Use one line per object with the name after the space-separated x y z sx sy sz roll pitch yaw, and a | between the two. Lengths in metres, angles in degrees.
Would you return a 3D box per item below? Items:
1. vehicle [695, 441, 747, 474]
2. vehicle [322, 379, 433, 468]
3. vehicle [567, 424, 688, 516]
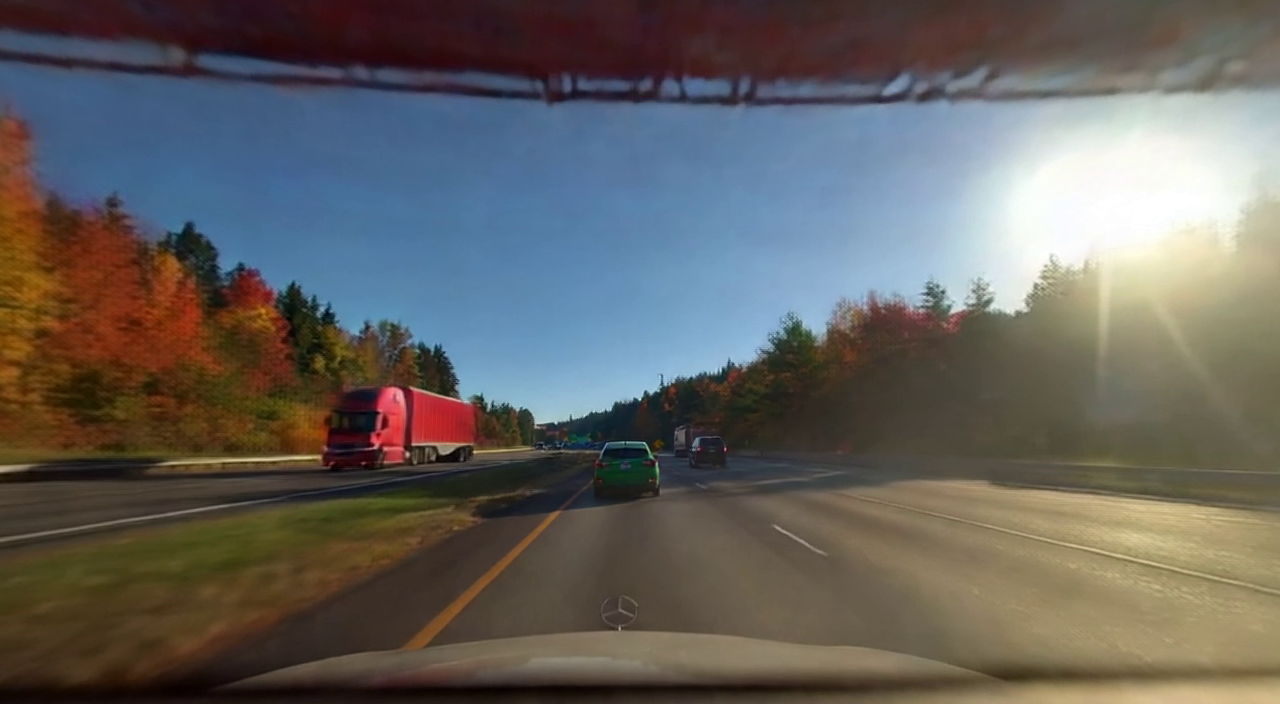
3.913 5.151 30.763 1.894 1.487 3.751 0 -9 -2 | vehicle
-13.343 3.809 32.553 3.271 4.196 5.696 0 -9 -1 | vehicle
-0.235 2.517 13.821 2.259 1.699 4.015 0 -9 0 | vehicle
